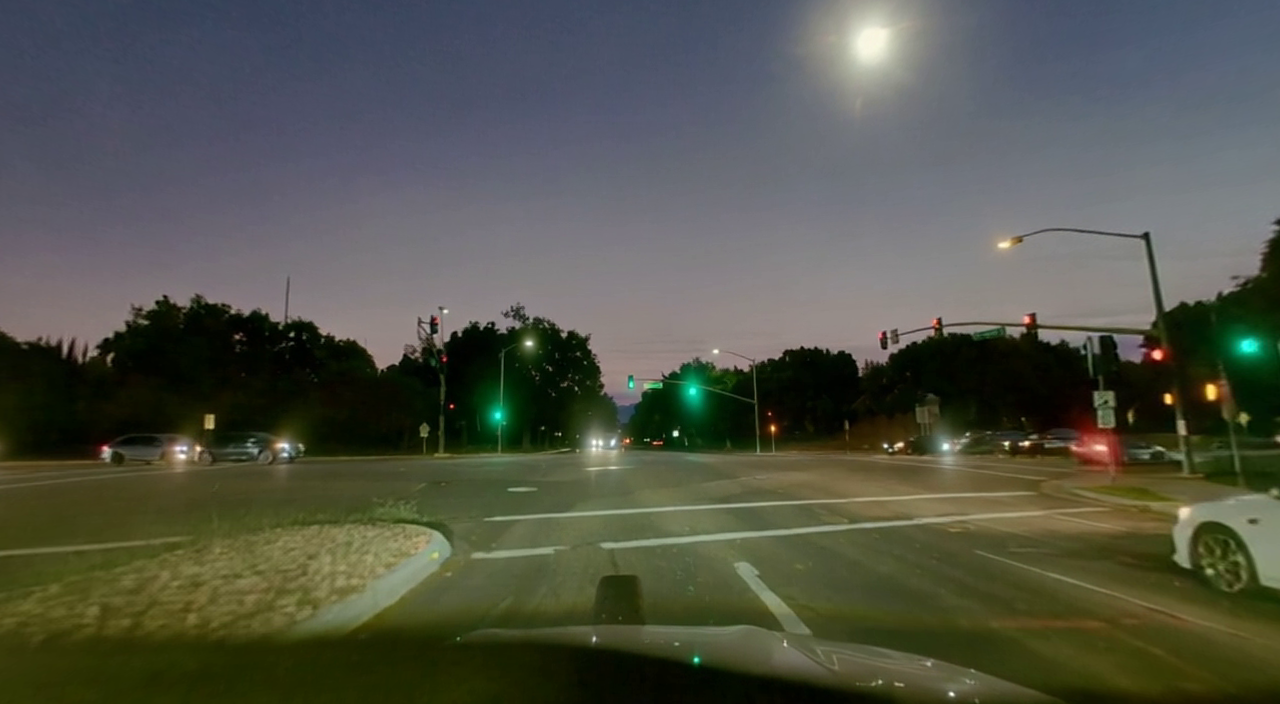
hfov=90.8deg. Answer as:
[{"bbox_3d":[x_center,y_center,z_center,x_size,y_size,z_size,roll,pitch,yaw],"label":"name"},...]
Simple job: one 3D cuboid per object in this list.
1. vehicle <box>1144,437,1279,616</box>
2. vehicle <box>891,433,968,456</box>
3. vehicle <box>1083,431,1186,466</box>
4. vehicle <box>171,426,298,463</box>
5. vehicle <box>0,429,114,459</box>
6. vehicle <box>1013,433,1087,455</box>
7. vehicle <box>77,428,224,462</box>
[{"bbox_3d":[6.059,1.286,4.281,1.815,1.417,4.125,0,-8,-1],"label":"vehicle"},{"bbox_3d":[19.494,6.251,42.621,4.516,1.468,1.962,3,-9,-19],"label":"vehicle"},{"bbox_3d":[23.501,4.577,30.013,4.515,1.543,1.872,4,-9,-25],"label":"vehicle"},{"bbox_3d":[-17.879,4.114,28.103,4.331,1.544,1.896,3,-9,-18],"label":"vehicle"},{"bbox_3d":[-30.562,4.751,32.608,4.683,1.495,2.119,3,-9,-18],"label":"vehicle"},{"bbox_3d":[30.130,6.752,46.406,4.481,1.561,2.001,3,-9,-16],"label":"vehicle"},{"bbox_3d":[-22.488,4.320,29.245,4.912,1.485,1.922,3,-9,-16],"label":"vehicle"}]
